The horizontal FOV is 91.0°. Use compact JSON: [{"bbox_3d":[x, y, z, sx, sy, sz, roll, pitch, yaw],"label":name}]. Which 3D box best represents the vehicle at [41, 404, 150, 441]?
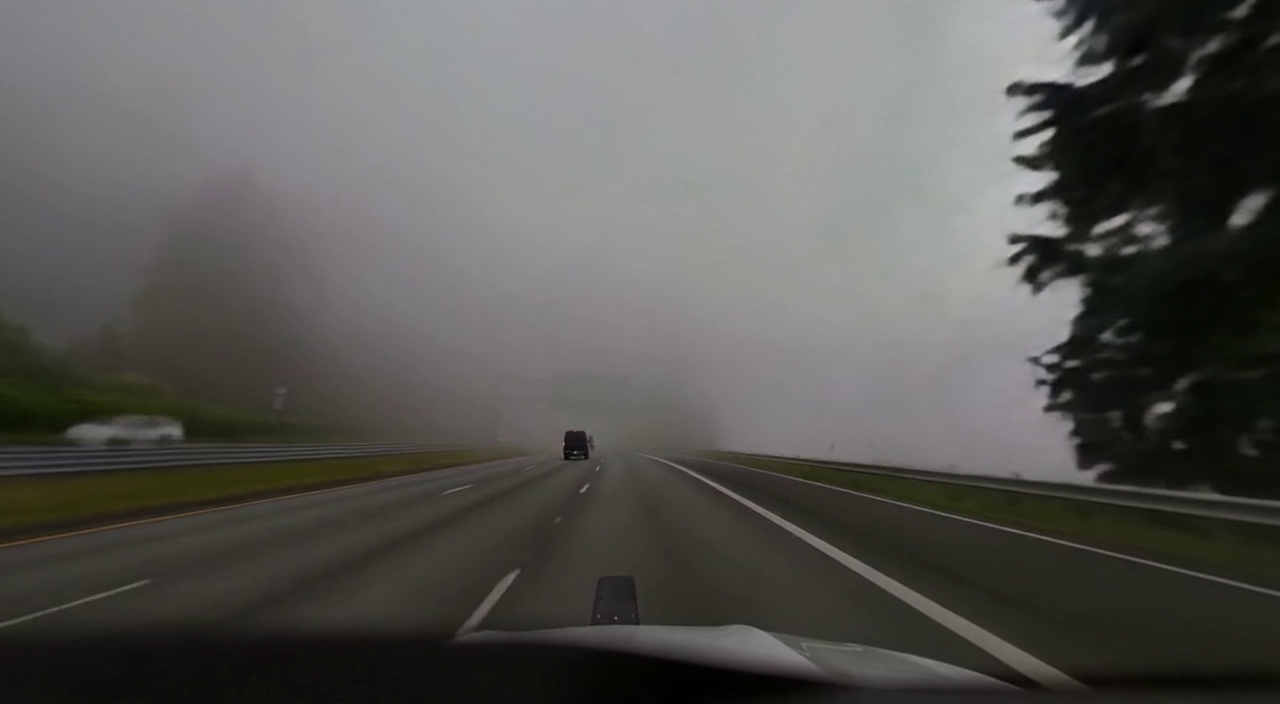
[{"bbox_3d":[-23.949,3.175,27.856,1.751,1.416,3.650,-3,-8,-4],"label":"vehicle"}]
